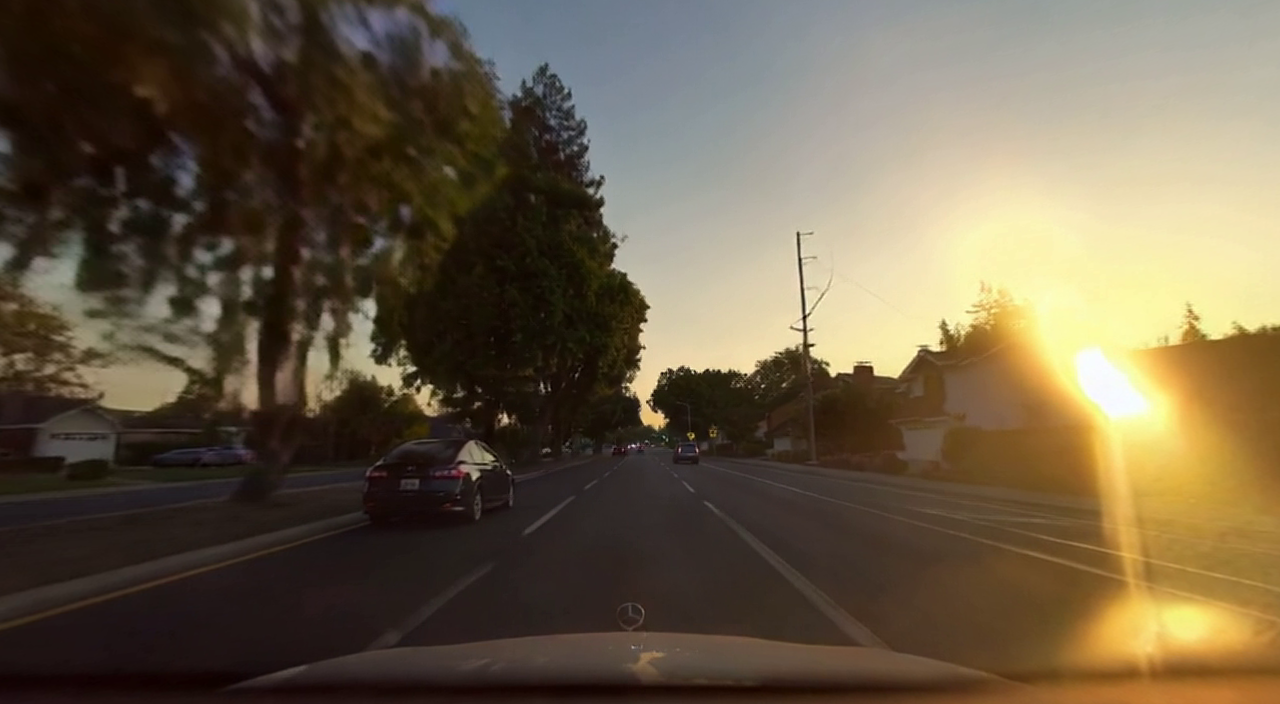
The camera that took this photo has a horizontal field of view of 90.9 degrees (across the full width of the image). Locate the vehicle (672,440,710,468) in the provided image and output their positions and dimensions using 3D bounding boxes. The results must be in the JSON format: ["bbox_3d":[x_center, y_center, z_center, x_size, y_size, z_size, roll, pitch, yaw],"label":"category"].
[{"bbox_3d":[3.364,6.793,42.112,2.114,1.780,4.445,0,-8,-1],"label":"vehicle"}]

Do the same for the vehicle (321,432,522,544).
[{"bbox_3d":[-3.440,2.211,10.980,1.966,1.524,4.410,0,-8,-1],"label":"vehicle"}]
